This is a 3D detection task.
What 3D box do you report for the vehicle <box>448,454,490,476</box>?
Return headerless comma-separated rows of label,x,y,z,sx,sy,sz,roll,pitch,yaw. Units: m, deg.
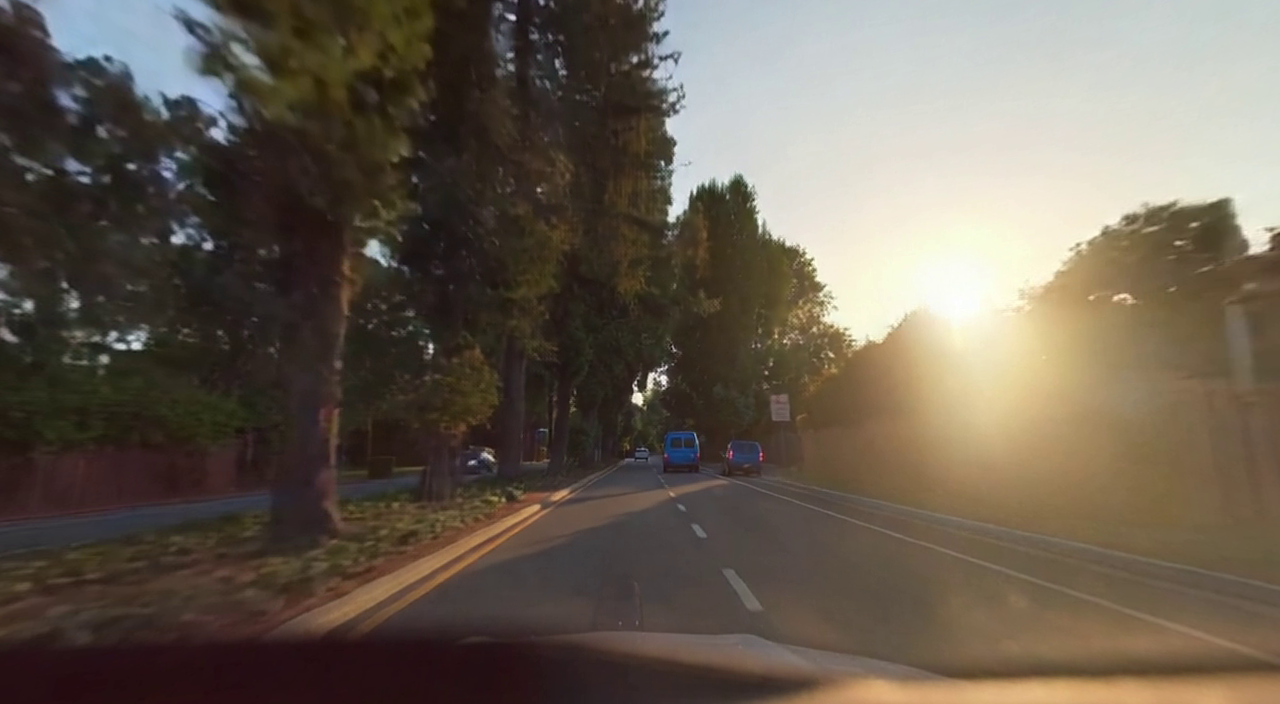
vehicle,-13.021,8.616,48.432,1.908,1.477,4.750,0,-8,1
